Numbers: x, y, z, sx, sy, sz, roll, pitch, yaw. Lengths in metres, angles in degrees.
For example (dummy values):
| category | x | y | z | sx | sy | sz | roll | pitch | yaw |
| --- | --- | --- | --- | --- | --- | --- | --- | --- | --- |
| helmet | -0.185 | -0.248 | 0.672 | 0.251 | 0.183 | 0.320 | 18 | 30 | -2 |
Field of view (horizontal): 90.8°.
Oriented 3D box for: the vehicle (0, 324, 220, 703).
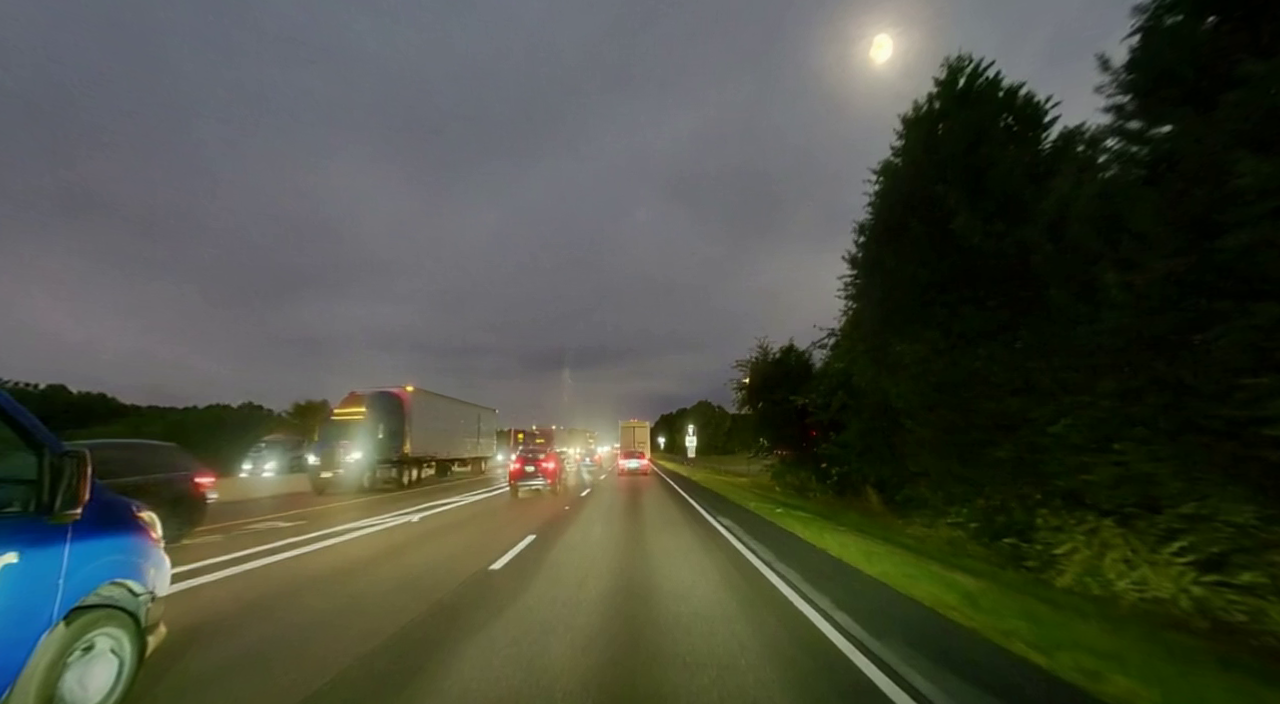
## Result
| category | x | y | z | sx | sy | sz | roll | pitch | yaw |
| --- | --- | --- | --- | --- | --- | --- | --- | --- | --- |
| vehicle | -3.127 | 0.563 | 0.727 | 2.117 | 1.688 | 4.582 | 0 | -9 | 0 |

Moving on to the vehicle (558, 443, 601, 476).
| category | x | y | z | sx | sy | sz | roll | pitch | yaw |
| --- | --- | --- | --- | --- | --- | --- | --- | --- | --- |
| vehicle | -3.234 | 5.832 | 34.324 | 1.994 | 1.663 | 4.047 | 0 | -9 | -1 |

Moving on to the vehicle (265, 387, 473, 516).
| category | x | y | z | sx | sy | sz | roll | pitch | yaw |
| --- | --- | --- | --- | --- | --- | --- | --- | --- | --- |
| vehicle | -6.519 | 2.557 | 16.429 | 2.655 | 2.692 | 6.168 | 0 | -9 | 0 |

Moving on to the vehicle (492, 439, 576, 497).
| category | x | y | z | sx | sy | sz | roll | pitch | yaw |
| --- | --- | --- | --- | --- | --- | --- | --- | --- | --- |
| vehicle | -3.188 | 3.572 | 19.837 | 1.937 | 1.600 | 4.141 | 0 | -9 | 0 |

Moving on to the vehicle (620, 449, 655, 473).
| category | x | y | z | sx | sy | sz | roll | pitch | yaw |
| --- | --- | --- | --- | --- | --- | --- | --- | --- | --- |
| vehicle | -0.192 | 6.761 | 39.207 | 2.095 | 1.393 | 3.908 | 0 | -9 | -1 |
